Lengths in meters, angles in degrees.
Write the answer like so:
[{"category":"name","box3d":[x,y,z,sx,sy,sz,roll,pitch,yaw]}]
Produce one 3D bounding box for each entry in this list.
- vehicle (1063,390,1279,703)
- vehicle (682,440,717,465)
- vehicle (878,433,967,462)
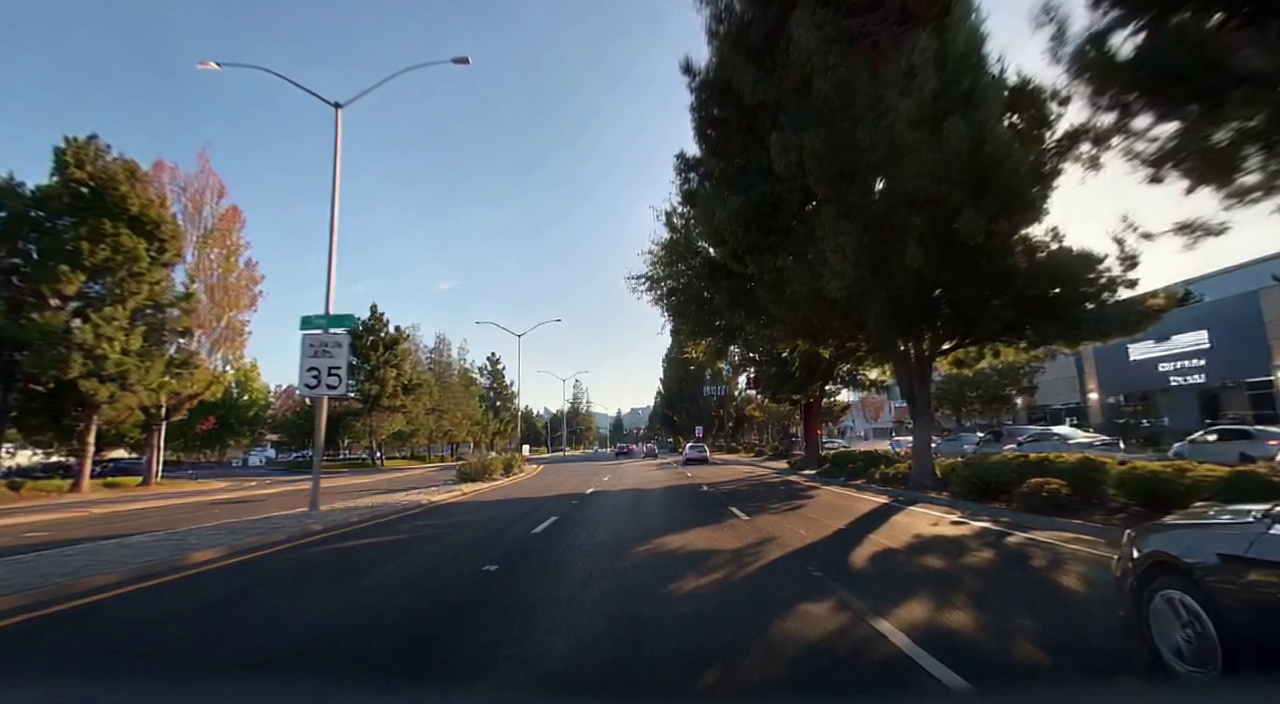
[{"category":"vehicle","box3d":[3.521,0.744,1.318,1.995,1.528,4.732,0,-8,0]},{"category":"vehicle","box3d":[4.178,7.104,44.613,2.007,1.683,4.171,0,-8,-1]},{"category":"vehicle","box3d":[17.506,5.953,39.225,4.475,1.739,2.151,0,-8,-1]}]
